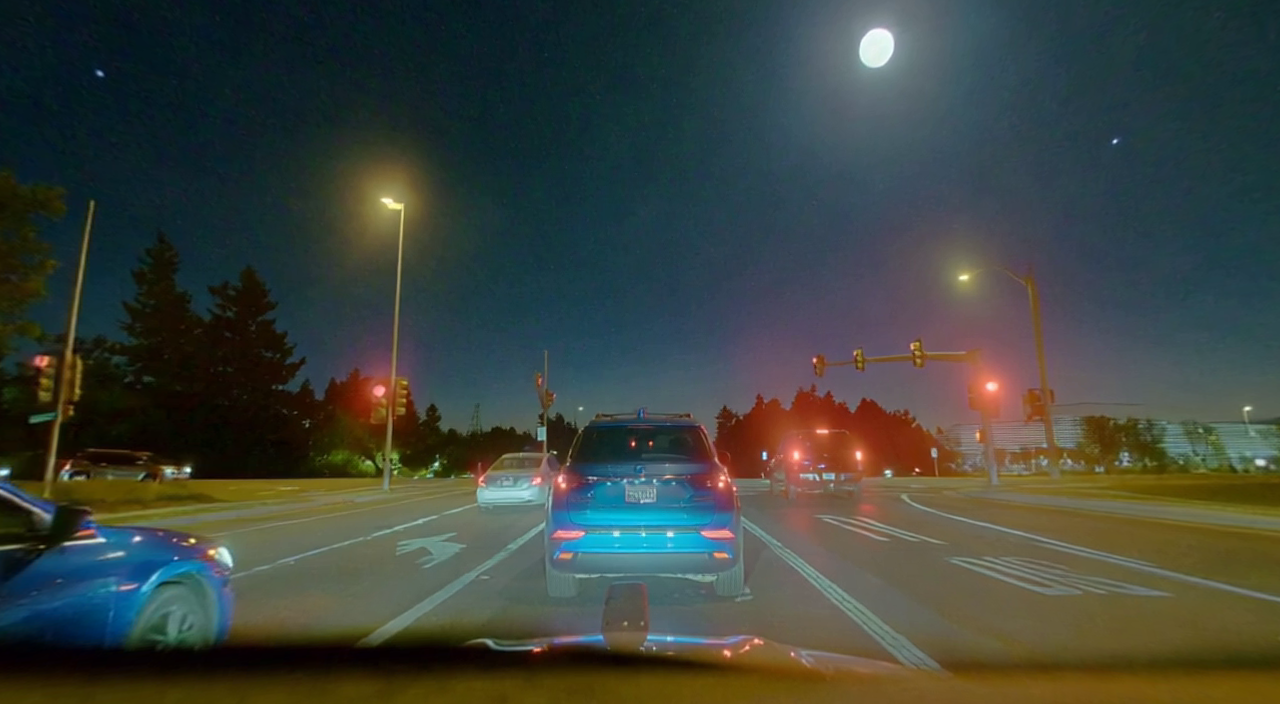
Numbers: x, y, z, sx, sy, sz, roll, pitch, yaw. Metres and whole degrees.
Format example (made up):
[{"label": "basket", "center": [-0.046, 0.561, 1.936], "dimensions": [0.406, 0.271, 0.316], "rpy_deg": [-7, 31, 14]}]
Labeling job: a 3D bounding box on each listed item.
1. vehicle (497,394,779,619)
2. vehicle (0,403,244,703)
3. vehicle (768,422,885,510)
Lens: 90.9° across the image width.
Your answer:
[{"label": "vehicle", "center": [-0.036, 1.527, 7.176], "dimensions": [2.203, 1.757, 4.286], "rpy_deg": [0, -8, -1]}, {"label": "vehicle", "center": [-3.389, 0.801, 1.511], "dimensions": [1.913, 1.453, 4.413], "rpy_deg": [0, -8, 1]}, {"label": "vehicle", "center": [4.813, 2.988, 16.944], "dimensions": [2.084, 2.053, 4.073], "rpy_deg": [-1, -8, 4]}]
